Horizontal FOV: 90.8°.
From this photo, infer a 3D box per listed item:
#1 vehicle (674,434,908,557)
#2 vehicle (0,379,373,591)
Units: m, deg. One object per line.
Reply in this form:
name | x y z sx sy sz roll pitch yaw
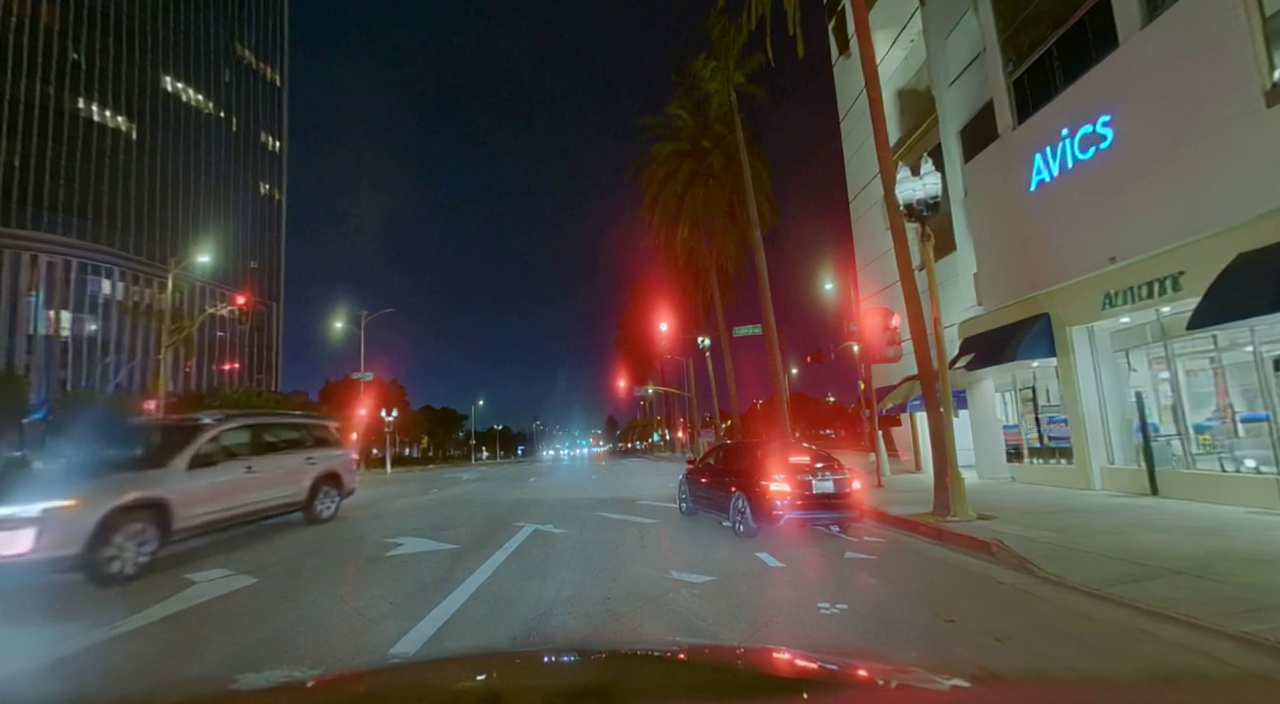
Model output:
vehicle | 1.999 2.087 10.107 2.090 1.466 4.676 1 -8 -7
vehicle | -6.130 1.653 8.791 2.190 1.964 5.614 -1 -8 2
